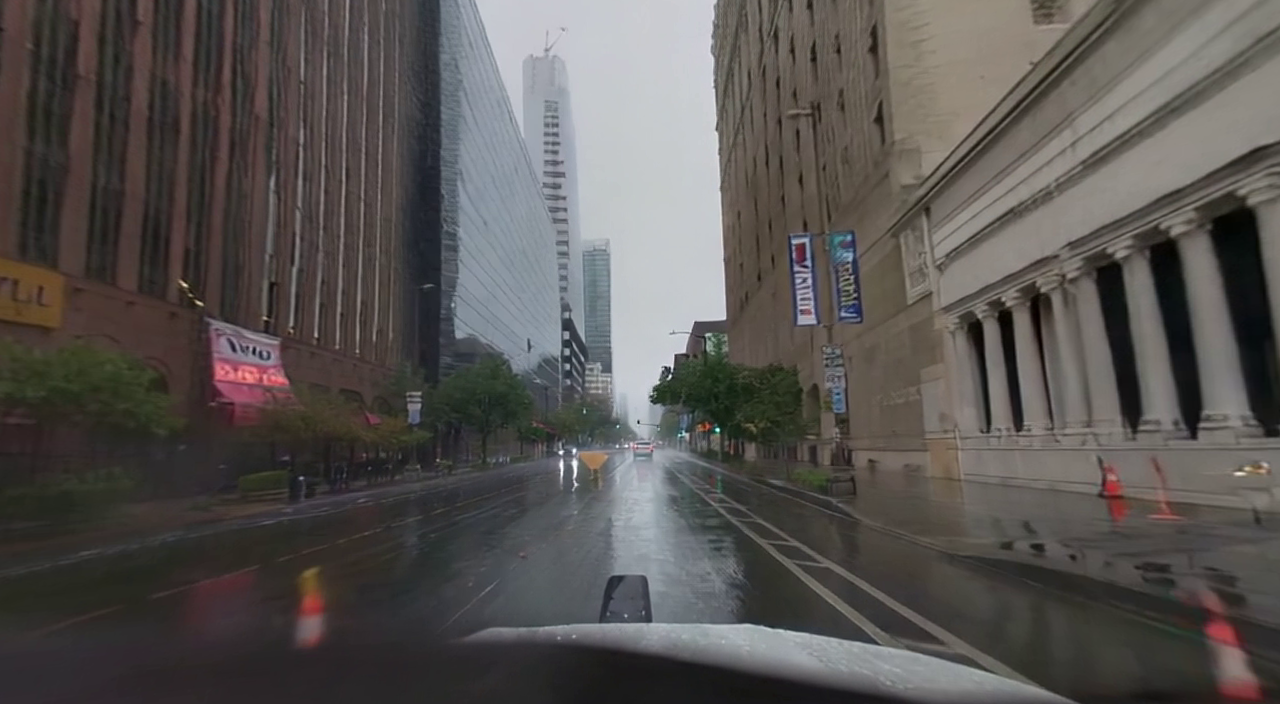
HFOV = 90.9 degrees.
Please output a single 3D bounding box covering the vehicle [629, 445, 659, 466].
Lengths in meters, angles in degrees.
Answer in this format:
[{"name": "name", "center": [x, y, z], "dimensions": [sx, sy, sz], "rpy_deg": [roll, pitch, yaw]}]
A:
[{"name": "vehicle", "center": [0.342, 7.877, 48.156], "dimensions": [2.216, 1.492, 4.725], "rpy_deg": [0, -8, 1]}]
